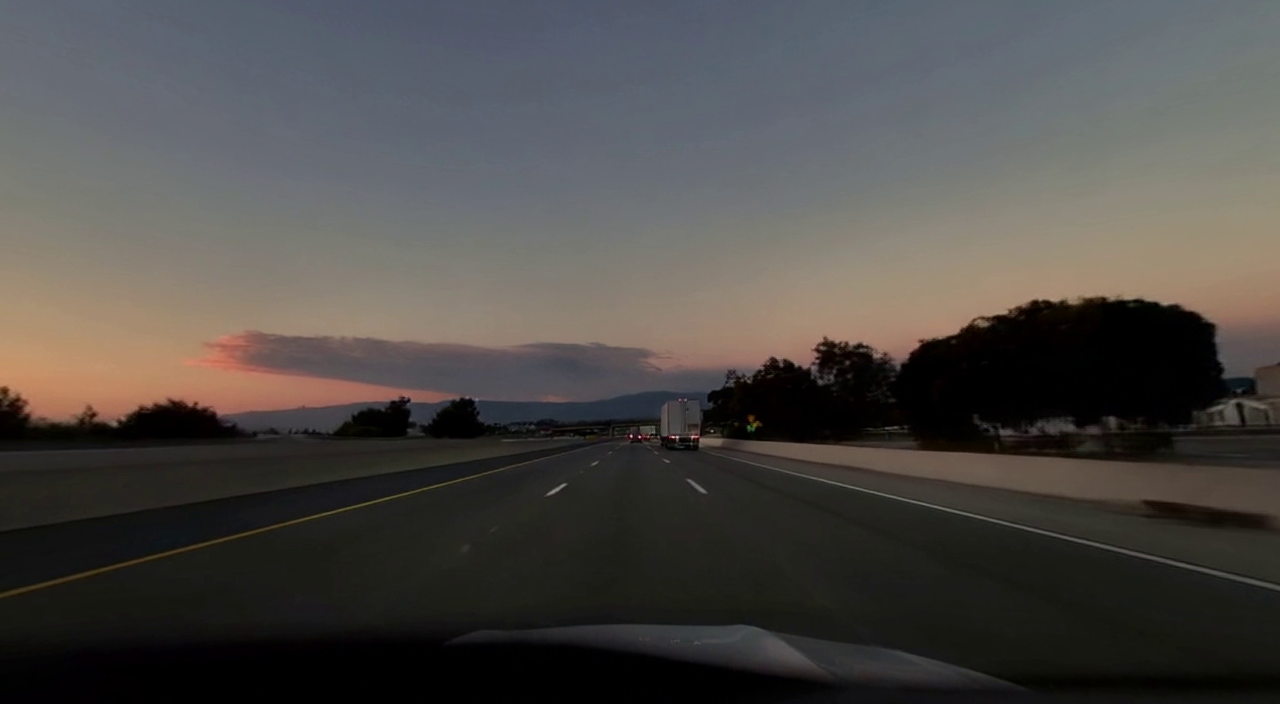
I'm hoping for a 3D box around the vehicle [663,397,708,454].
[{"bbox_3d":[3.384,5.765,48.888,2.859,3.981,8.596,0,-8,0],"label":"vehicle"}]
